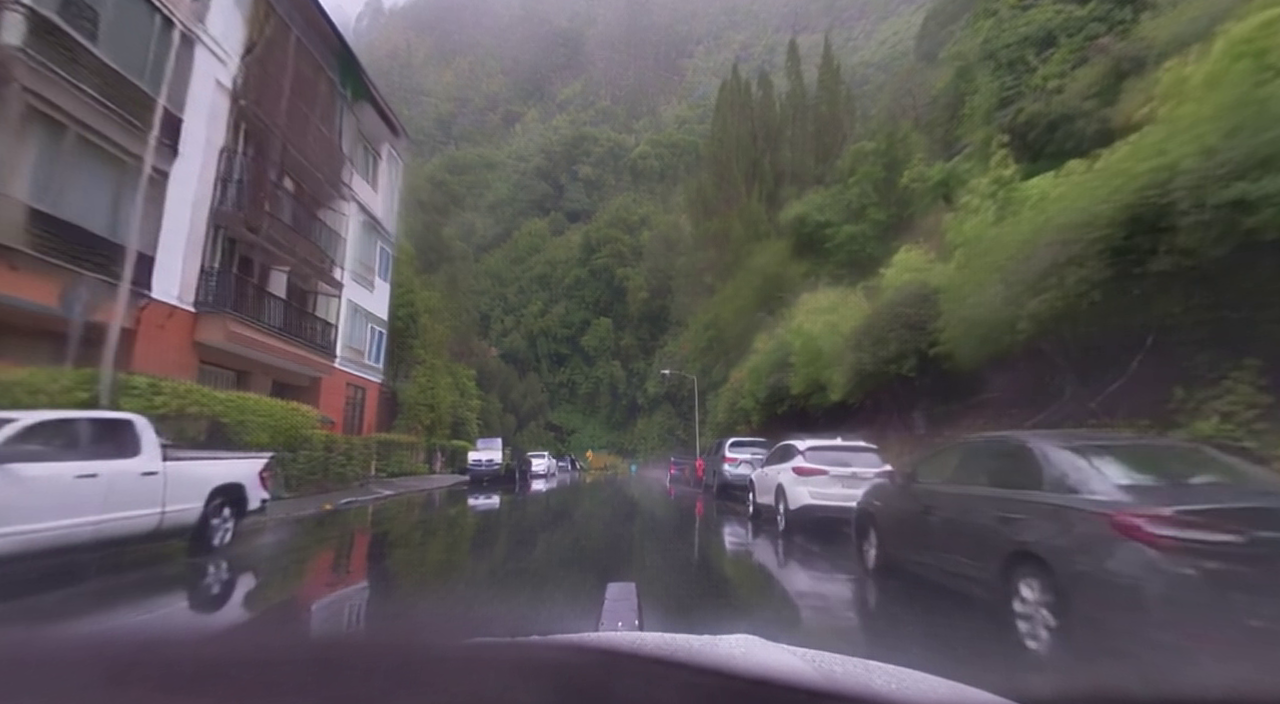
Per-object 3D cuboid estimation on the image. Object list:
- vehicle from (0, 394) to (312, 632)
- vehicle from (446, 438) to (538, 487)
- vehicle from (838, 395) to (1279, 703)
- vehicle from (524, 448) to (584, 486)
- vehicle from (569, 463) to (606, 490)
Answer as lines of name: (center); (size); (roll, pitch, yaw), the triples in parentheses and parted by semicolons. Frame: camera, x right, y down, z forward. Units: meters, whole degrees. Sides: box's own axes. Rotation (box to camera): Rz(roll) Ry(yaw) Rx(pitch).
vehicle: (-6.170, 1.505, 6.577); (2.374, 1.843, 5.638); (0, -9, 1)
vehicle: (-6.429, 4.885, 28.227); (2.692, 1.949, 5.948); (0, -9, 0)
vehicle: (3.229, 1.306, 4.721); (1.926, 1.602, 4.433); (0, -9, -1)
vehicle: (-3.619, 4.940, 27.350); (1.856, 1.474, 4.522); (0, -9, 1)
vehicle: (-3.384, 8.273, 41.547); (2.102, 1.621, 4.627); (0, -13, -1)
